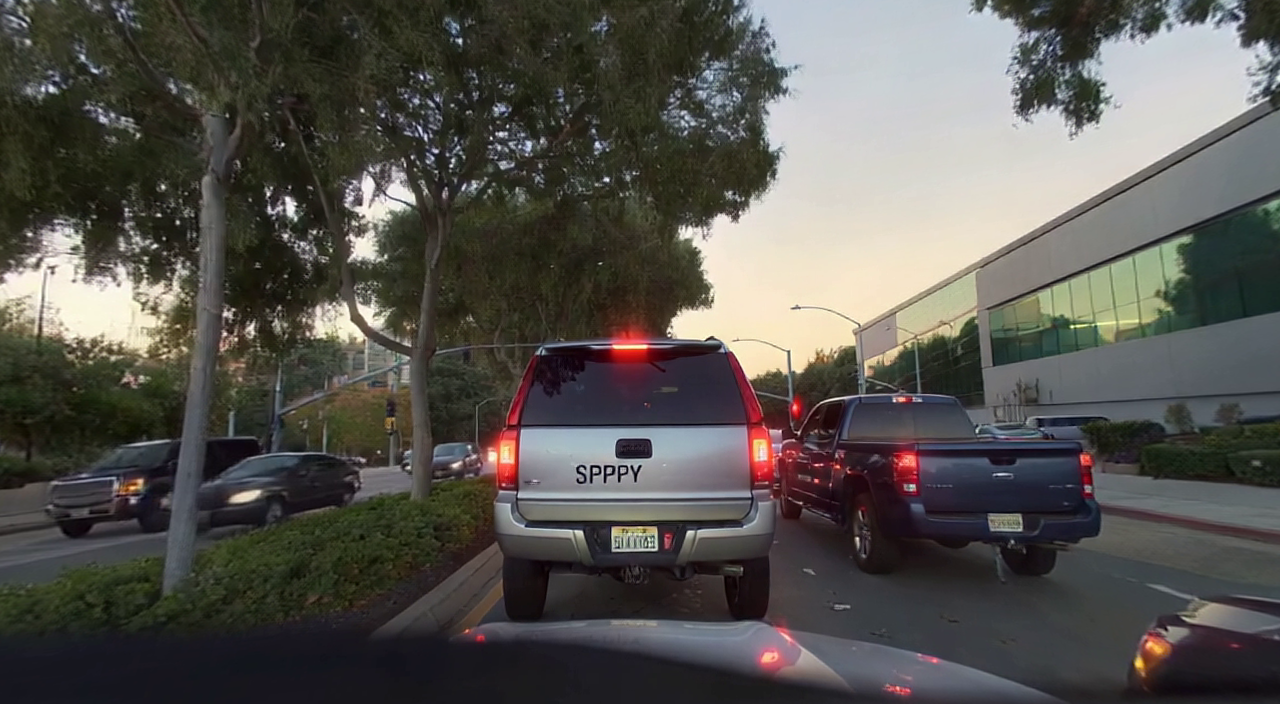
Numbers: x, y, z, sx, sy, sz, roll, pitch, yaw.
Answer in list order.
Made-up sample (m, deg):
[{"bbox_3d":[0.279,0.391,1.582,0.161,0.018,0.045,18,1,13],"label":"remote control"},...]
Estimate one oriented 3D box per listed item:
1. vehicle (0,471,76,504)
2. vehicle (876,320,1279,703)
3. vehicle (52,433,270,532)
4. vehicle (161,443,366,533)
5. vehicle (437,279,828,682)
[{"bbox_3d":[-37.606,8.253,38.233,1.782,1.637,4.728,-8,-9,19],"label":"vehicle"},{"bbox_3d":[3.075,0.987,3.466,2.022,1.700,4.410,0,-8,3],"label":"vehicle"},{"bbox_3d":[-16.069,4.342,21.896,2.741,2.730,6.221,-4,-8,0],"label":"vehicle"},{"bbox_3d":[-9.011,3.225,15.772,2.128,1.868,4.863,0,-8,0],"label":"vehicle"},{"bbox_3d":[0.013,1.042,5.979,2.267,2.372,4.366,0,-8,2],"label":"vehicle"}]
